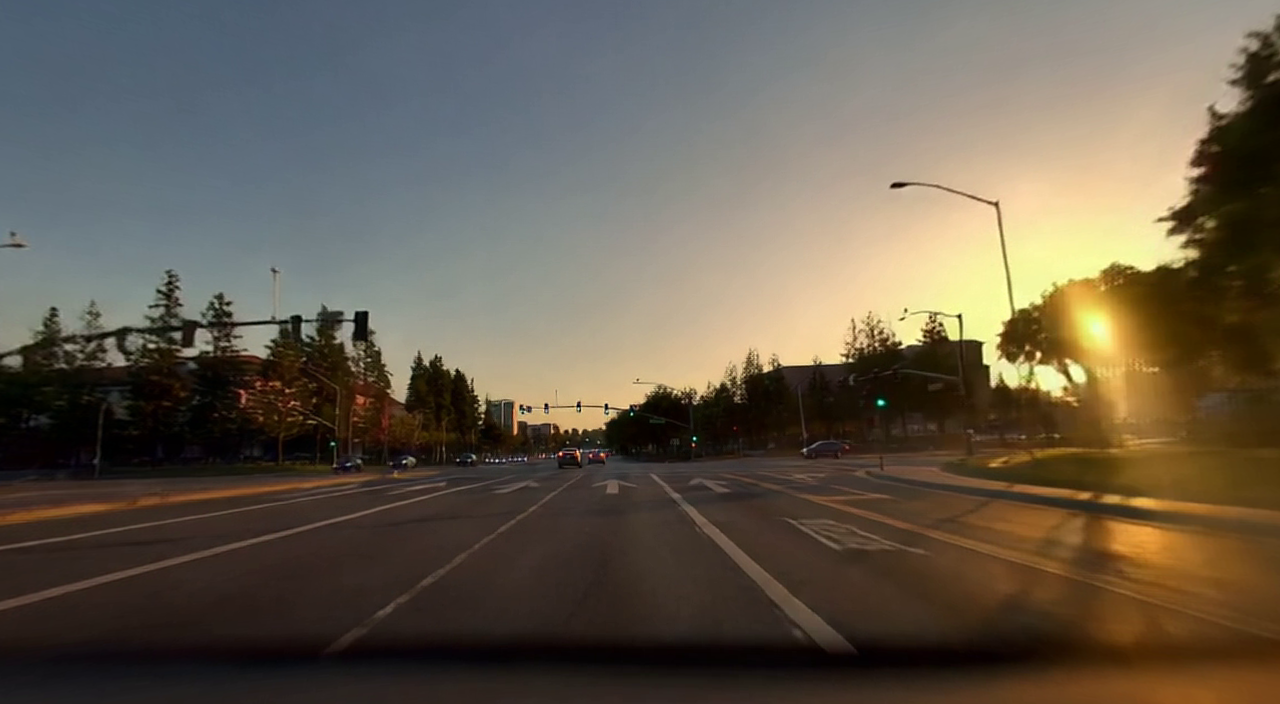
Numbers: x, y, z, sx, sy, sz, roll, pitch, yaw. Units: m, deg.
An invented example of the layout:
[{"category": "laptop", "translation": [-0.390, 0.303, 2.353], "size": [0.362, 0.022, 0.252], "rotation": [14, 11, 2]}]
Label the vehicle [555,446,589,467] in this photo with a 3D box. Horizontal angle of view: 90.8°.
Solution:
[{"category": "vehicle", "translation": [-4.880, 7.558, 45.989], "size": [2.073, 1.445, 4.151], "rotation": [0, -8, -1]}]
